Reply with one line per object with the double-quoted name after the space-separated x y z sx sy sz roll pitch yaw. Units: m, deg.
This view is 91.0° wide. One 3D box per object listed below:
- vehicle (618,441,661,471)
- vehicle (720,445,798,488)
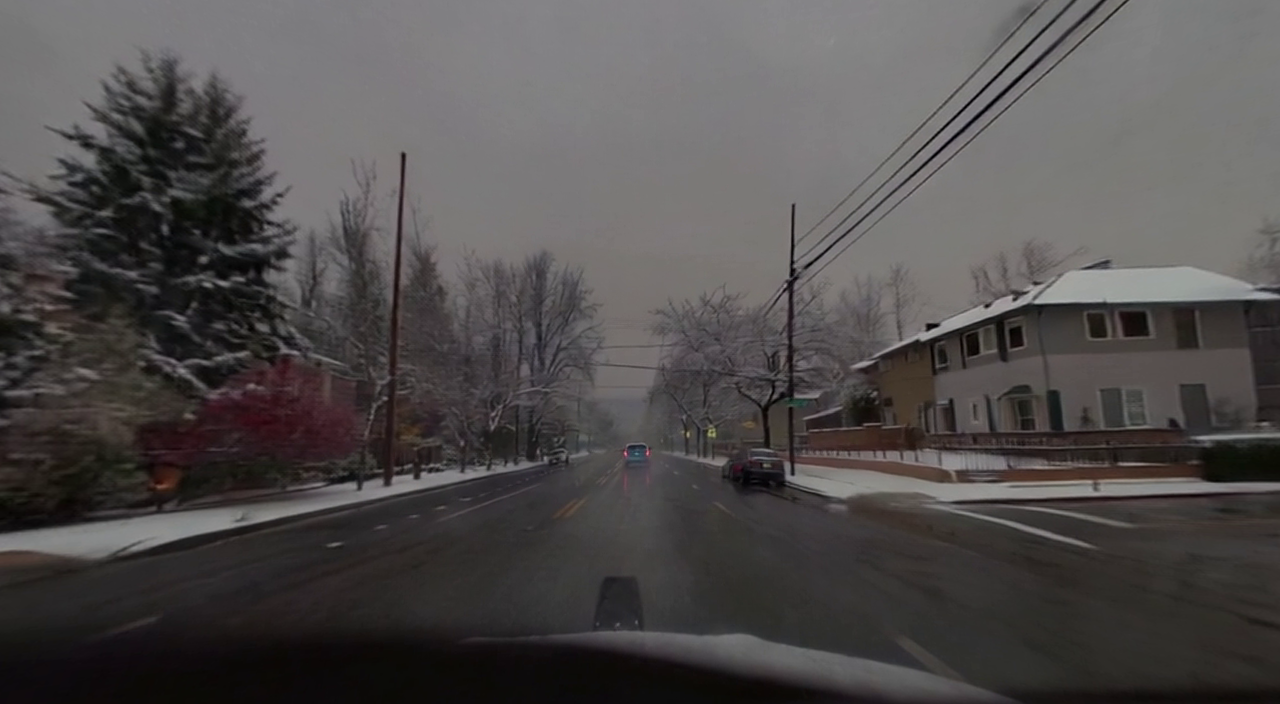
-0.056 5.397 32.895 2.104 1.500 3.815 0 -8 0 "vehicle"
4.499 4.397 24.669 1.977 1.481 5.155 0 -8 -1 "vehicle"
